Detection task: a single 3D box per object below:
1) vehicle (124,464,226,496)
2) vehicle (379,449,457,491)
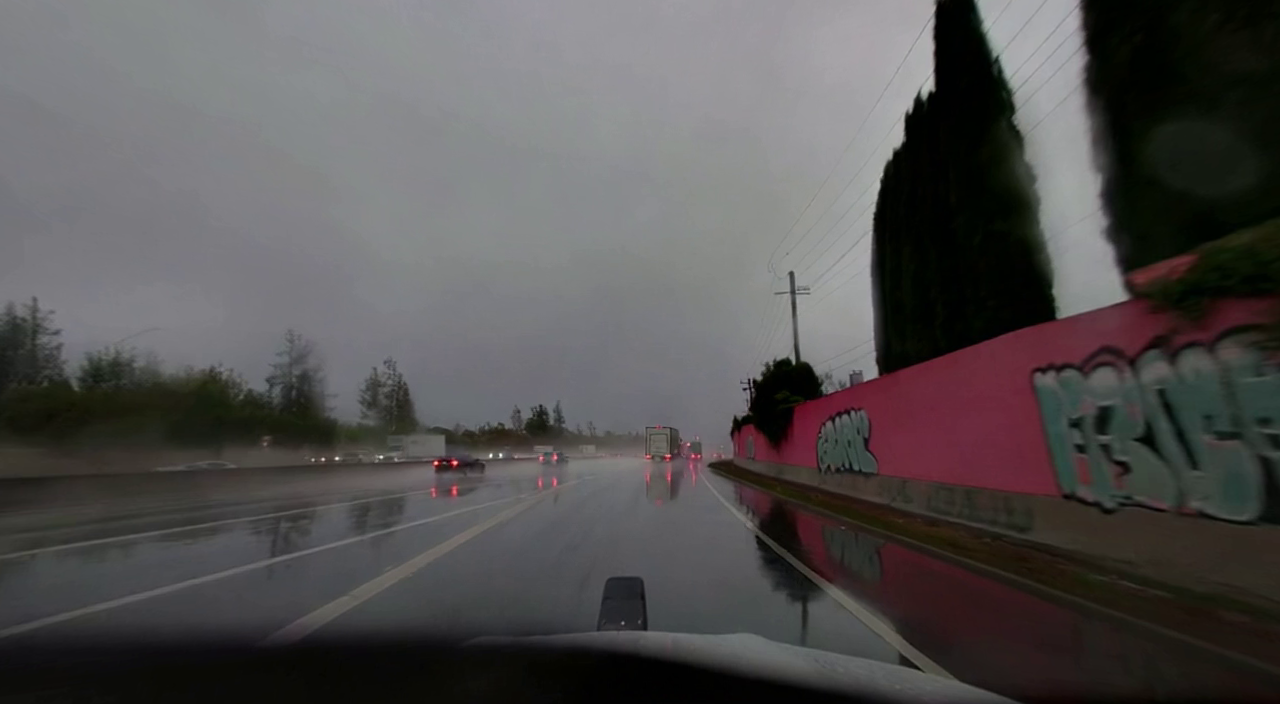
[{"bbox_3d":[-24.167,6.632,32.963,1.811,1.426,4.262,-1,-9,5],"label":"vehicle"},{"bbox_3d":[-8.498,4.524,24.375,1.708,1.489,2.840,-1,-9,6],"label":"vehicle"}]
